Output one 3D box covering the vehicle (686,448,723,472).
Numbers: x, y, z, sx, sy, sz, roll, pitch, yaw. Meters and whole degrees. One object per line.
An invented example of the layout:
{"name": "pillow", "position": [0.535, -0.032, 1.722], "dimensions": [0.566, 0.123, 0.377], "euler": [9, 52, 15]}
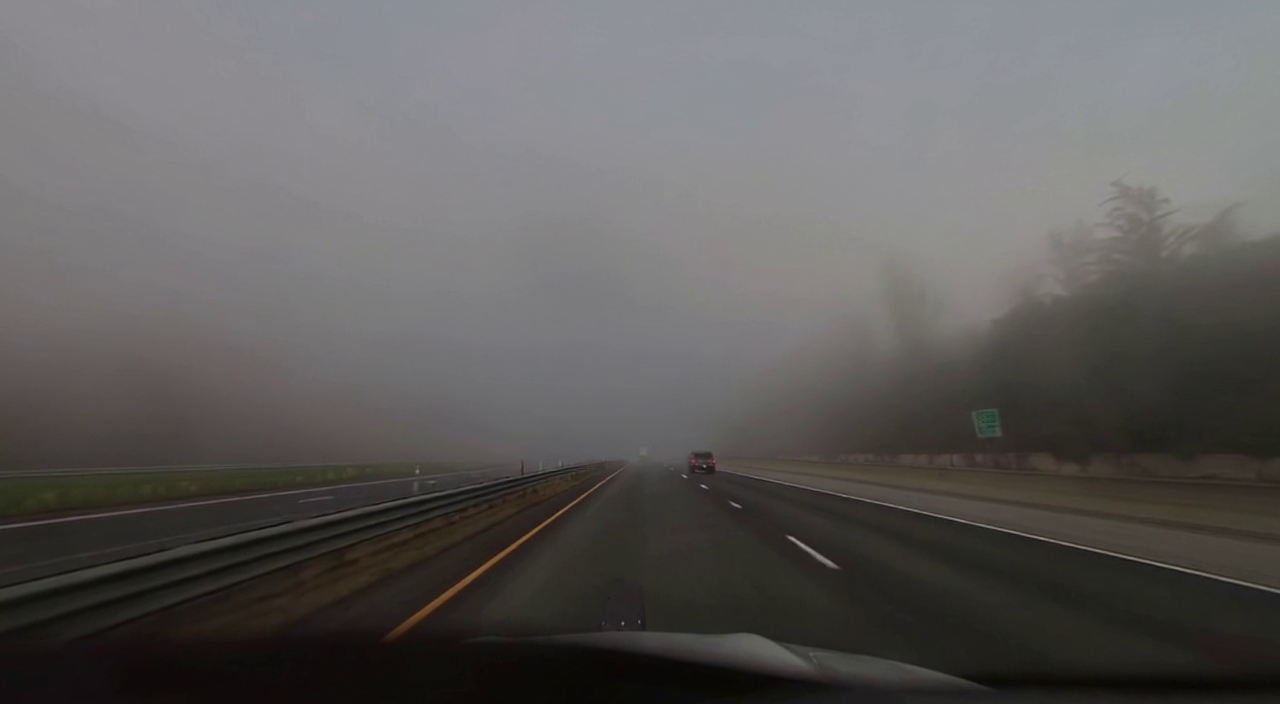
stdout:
{"name": "vehicle", "position": [4.330, 7.333, 43.009], "dimensions": [1.984, 1.481, 4.376], "euler": [0, -9, 0]}
